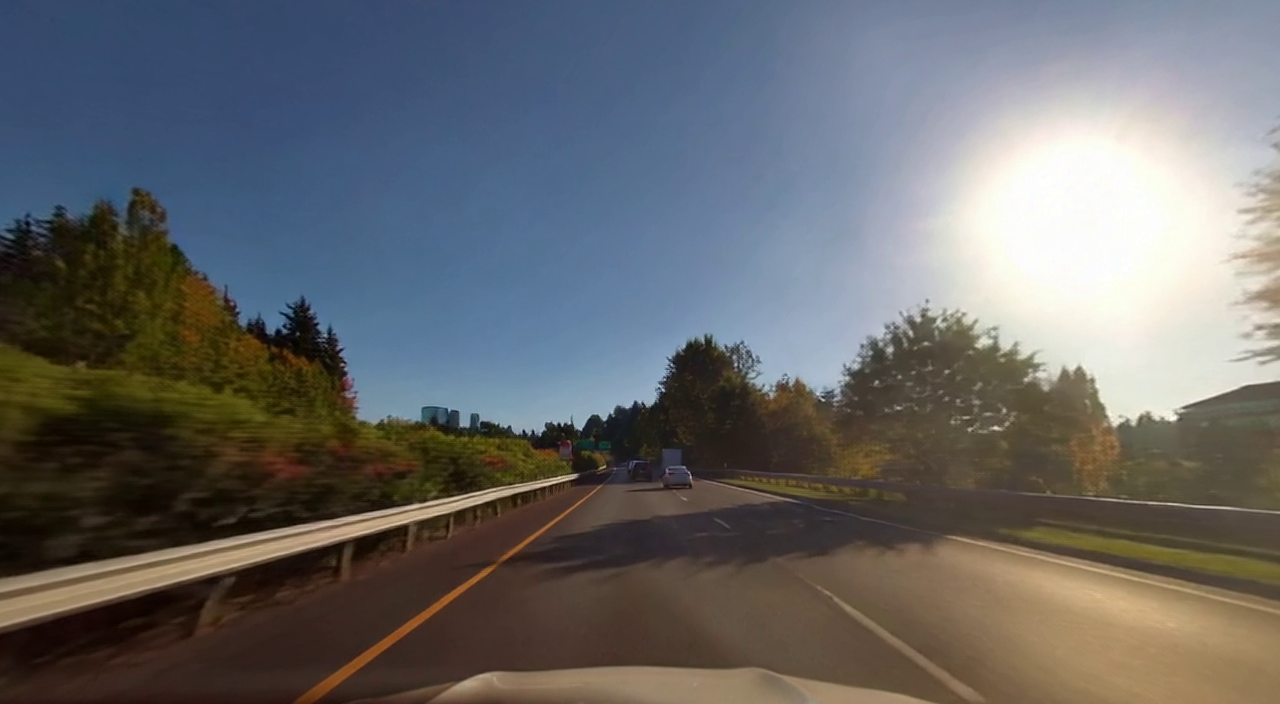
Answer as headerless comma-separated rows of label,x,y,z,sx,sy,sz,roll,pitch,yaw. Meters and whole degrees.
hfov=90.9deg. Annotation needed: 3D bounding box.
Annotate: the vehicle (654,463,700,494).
vehicle,1.851,6.553,32.762,1.976,1.467,3.783,1,-11,-3
